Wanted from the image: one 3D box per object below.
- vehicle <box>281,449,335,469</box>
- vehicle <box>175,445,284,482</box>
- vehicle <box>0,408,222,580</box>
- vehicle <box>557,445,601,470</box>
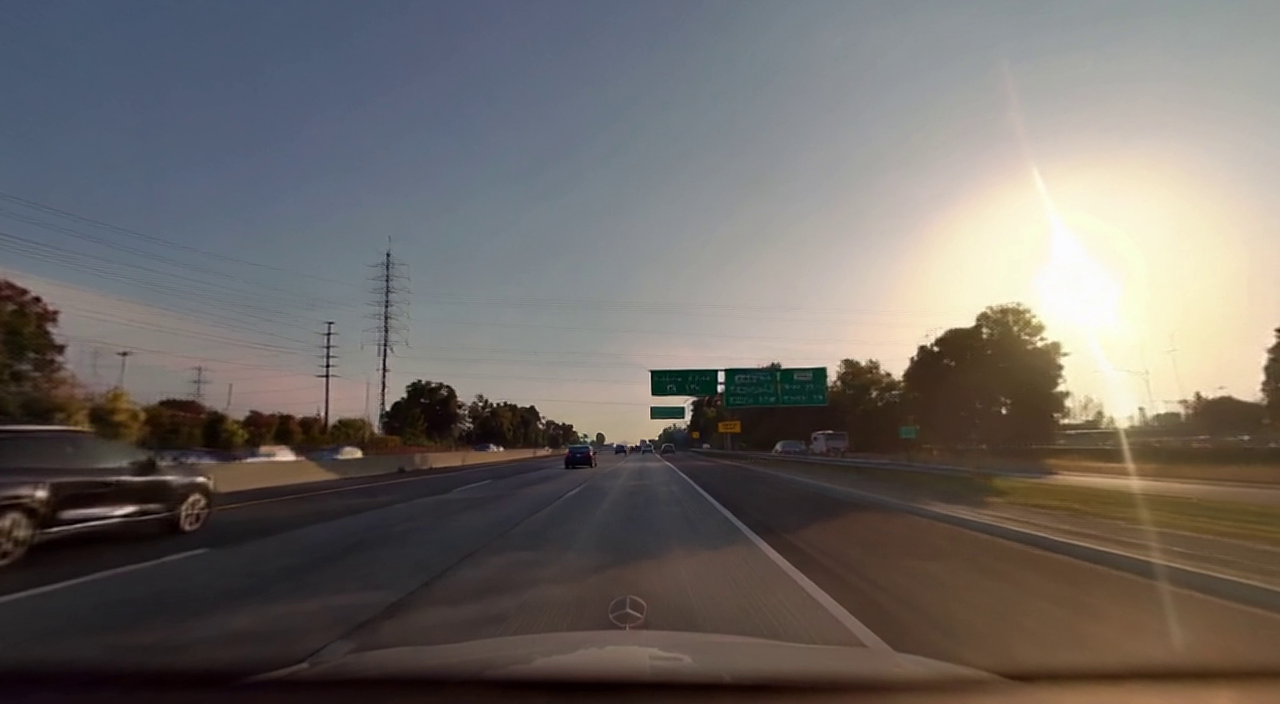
[{"bbox_3d":[-25.417,8.178,48.378,1.792,1.488,4.294,0,-9,0],"label":"vehicle"},{"bbox_3d":[-17.941,4.868,27.814,1.799,1.462,4.378,0,-9,1],"label":"vehicle"},{"bbox_3d":[-7.437,1.536,7.074,2.118,1.696,4.836,0,-9,0],"label":"vehicle"},{"bbox_3d":[-3.514,6.213,37.245,2.048,1.368,4.613,0,-9,1],"label":"vehicle"}]
